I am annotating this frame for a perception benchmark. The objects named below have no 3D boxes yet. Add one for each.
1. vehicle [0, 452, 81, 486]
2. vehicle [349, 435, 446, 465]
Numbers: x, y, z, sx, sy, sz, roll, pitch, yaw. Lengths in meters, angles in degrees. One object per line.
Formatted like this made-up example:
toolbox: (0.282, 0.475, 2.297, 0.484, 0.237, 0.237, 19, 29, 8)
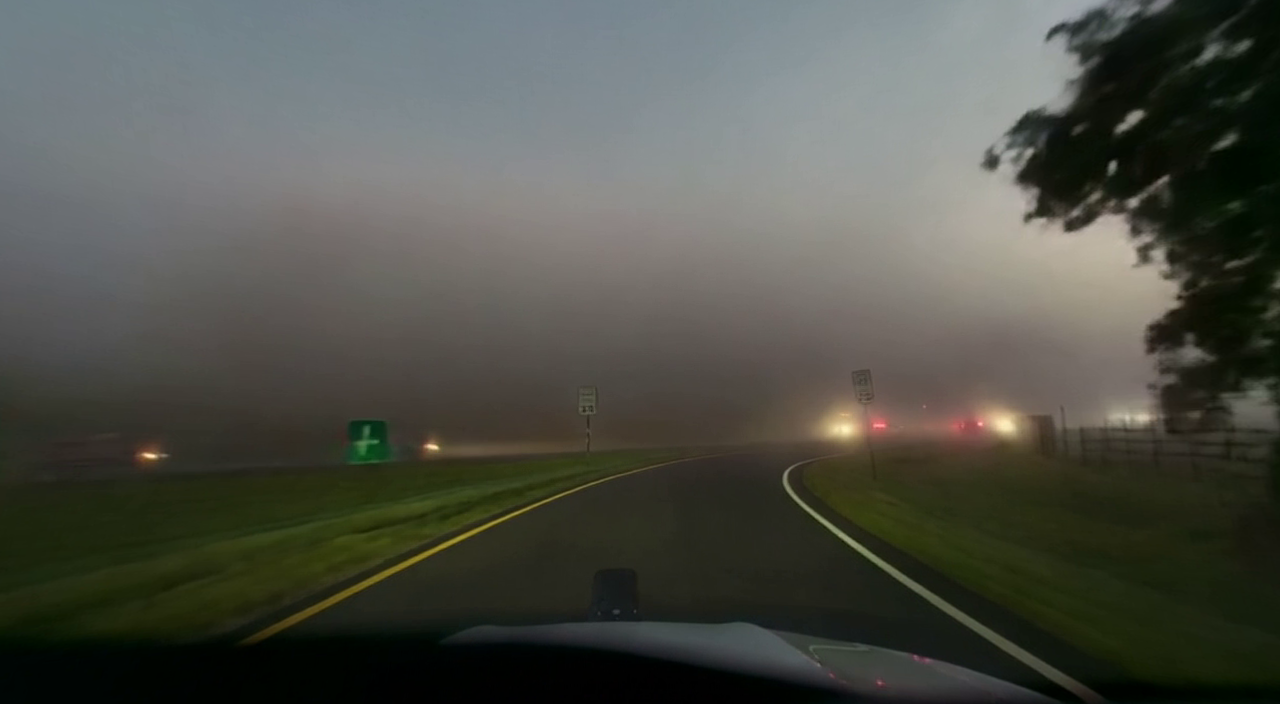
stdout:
vehicle: (-30.321, 5.628, 30.216, 4.819, 1.496, 1.923, 4, -9, -30)
vehicle: (-13.827, 5.543, 35.927, 4.843, 1.579, 2.135, 4, -9, -30)
